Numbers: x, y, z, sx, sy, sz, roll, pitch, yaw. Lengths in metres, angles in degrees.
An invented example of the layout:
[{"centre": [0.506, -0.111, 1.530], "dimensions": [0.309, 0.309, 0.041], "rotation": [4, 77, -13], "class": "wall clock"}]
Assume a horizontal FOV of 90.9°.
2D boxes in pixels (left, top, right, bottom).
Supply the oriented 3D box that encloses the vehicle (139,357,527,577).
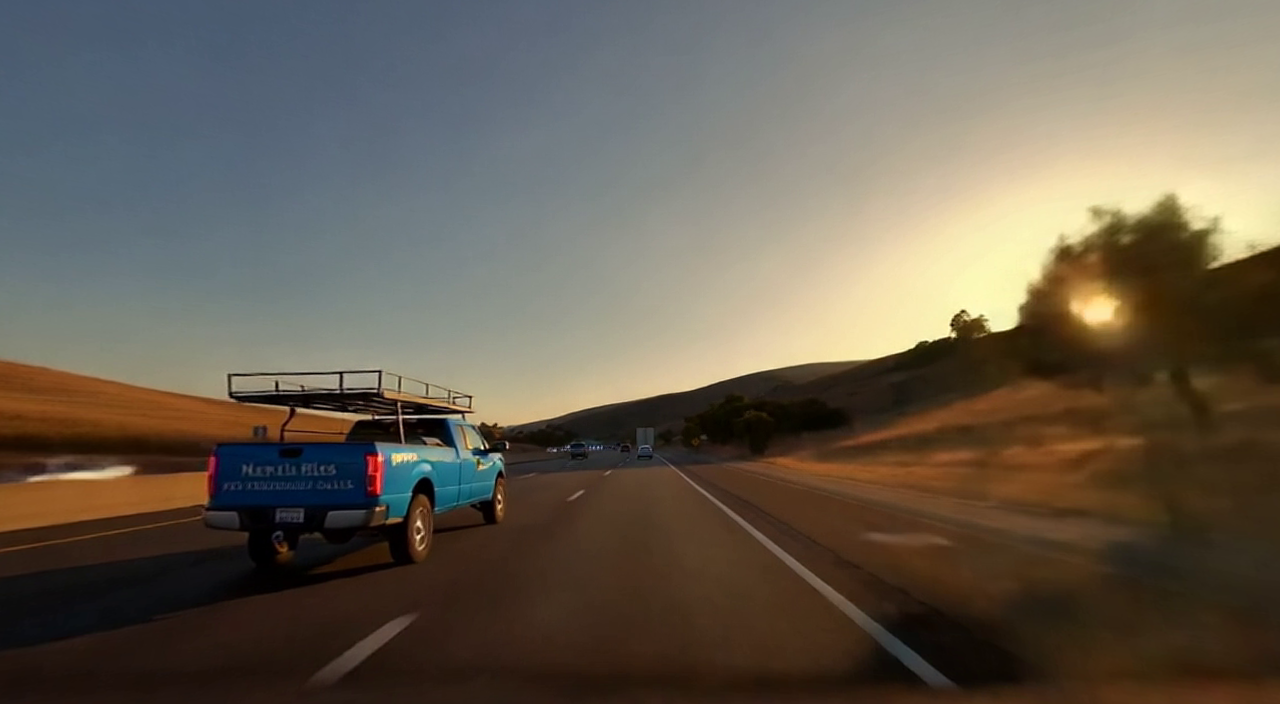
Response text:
[{"centre": [-3.877, 1.697, 10.160], "dimensions": [2.791, 2.330, 6.725], "rotation": [0, -8, 1], "class": "vehicle"}]
